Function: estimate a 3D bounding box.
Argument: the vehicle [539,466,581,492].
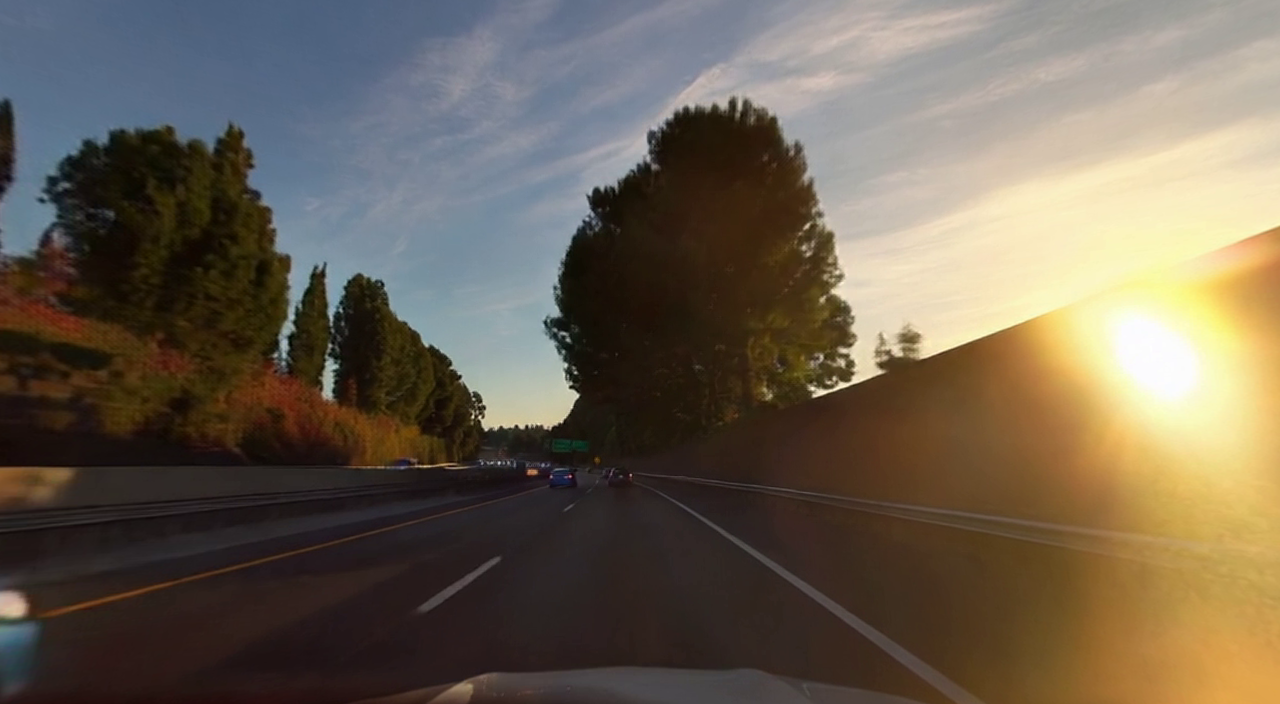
[{"bbox_3d":[-5.136,8.215,40.934,2.310,1.521,4.731,1,-11,-3],"label":"vehicle"}]

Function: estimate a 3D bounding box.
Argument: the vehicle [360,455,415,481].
[{"bbox_3d":[-17.455,8.093,43.841,1.962,1.692,4.541,1,-11,-1],"label":"vehicle"}]
